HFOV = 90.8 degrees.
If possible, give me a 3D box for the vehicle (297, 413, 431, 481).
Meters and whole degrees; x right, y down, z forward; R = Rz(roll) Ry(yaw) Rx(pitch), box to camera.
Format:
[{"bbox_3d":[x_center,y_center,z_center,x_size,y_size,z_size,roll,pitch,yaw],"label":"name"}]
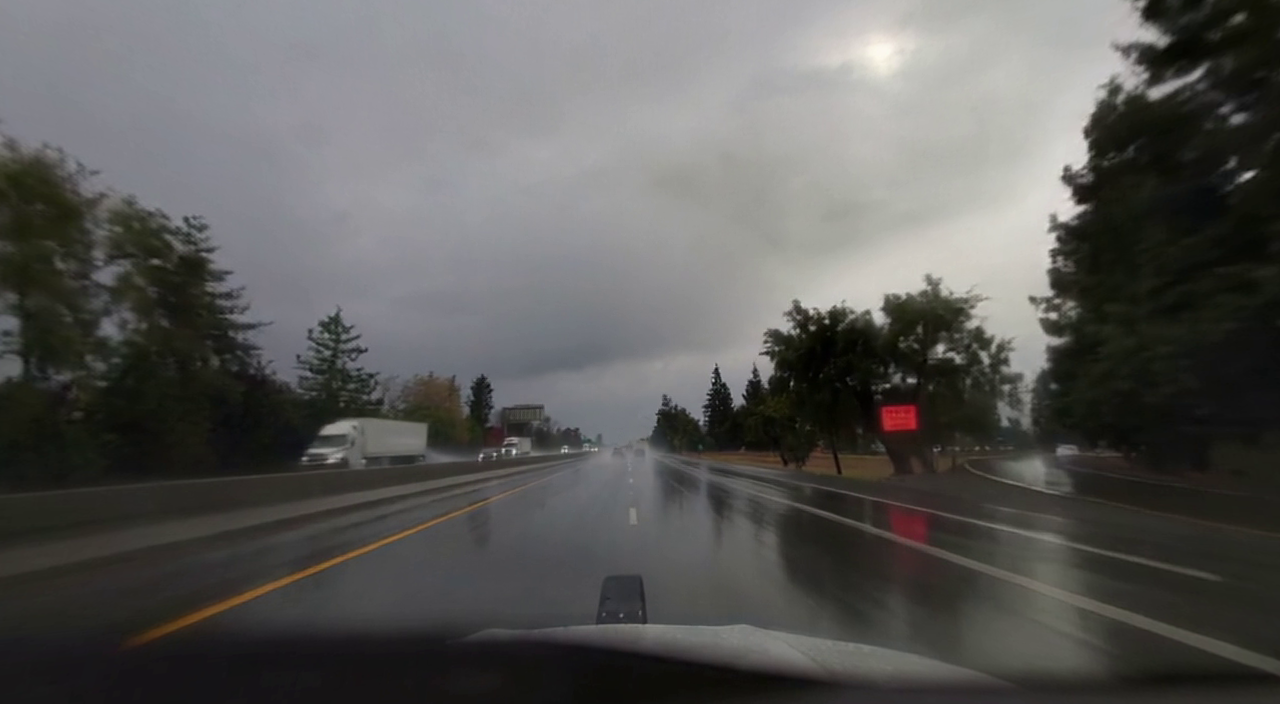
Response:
[{"bbox_3d":[-20.665,7.432,49.329,2.936,4.356,16.937,0,-9,0],"label":"vehicle"}]
